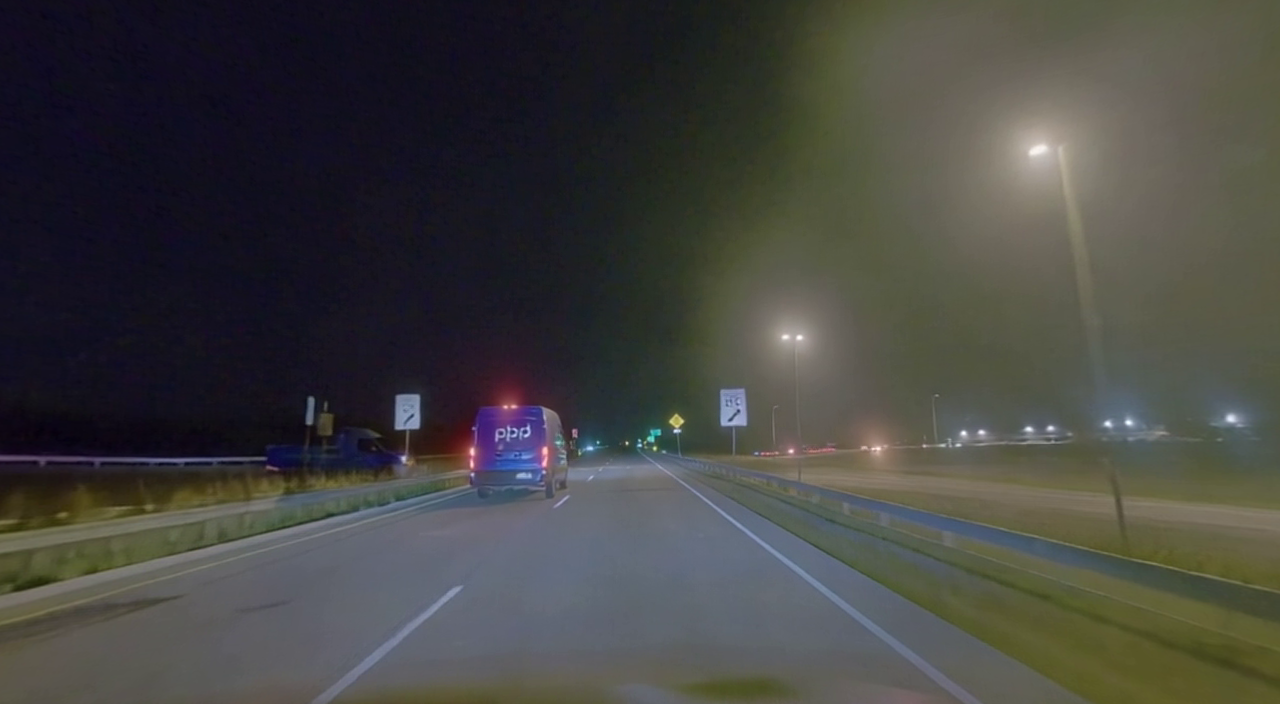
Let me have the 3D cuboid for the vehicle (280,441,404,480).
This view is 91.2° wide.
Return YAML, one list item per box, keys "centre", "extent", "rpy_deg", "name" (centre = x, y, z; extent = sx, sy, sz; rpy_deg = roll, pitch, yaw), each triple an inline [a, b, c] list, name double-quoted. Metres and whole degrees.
- centre: [-12.543, 4.594, 26.721]
  extent: [4.396, 1.557, 1.952]
  rpy_deg: [2, -9, -15]
  name: "vehicle"

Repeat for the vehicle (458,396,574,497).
- centre: [-3.623, 3.027, 20.100]
  extent: [2.463, 2.640, 7.034]
  rpy_deg: [0, -9, -2]
  name: "vehicle"
